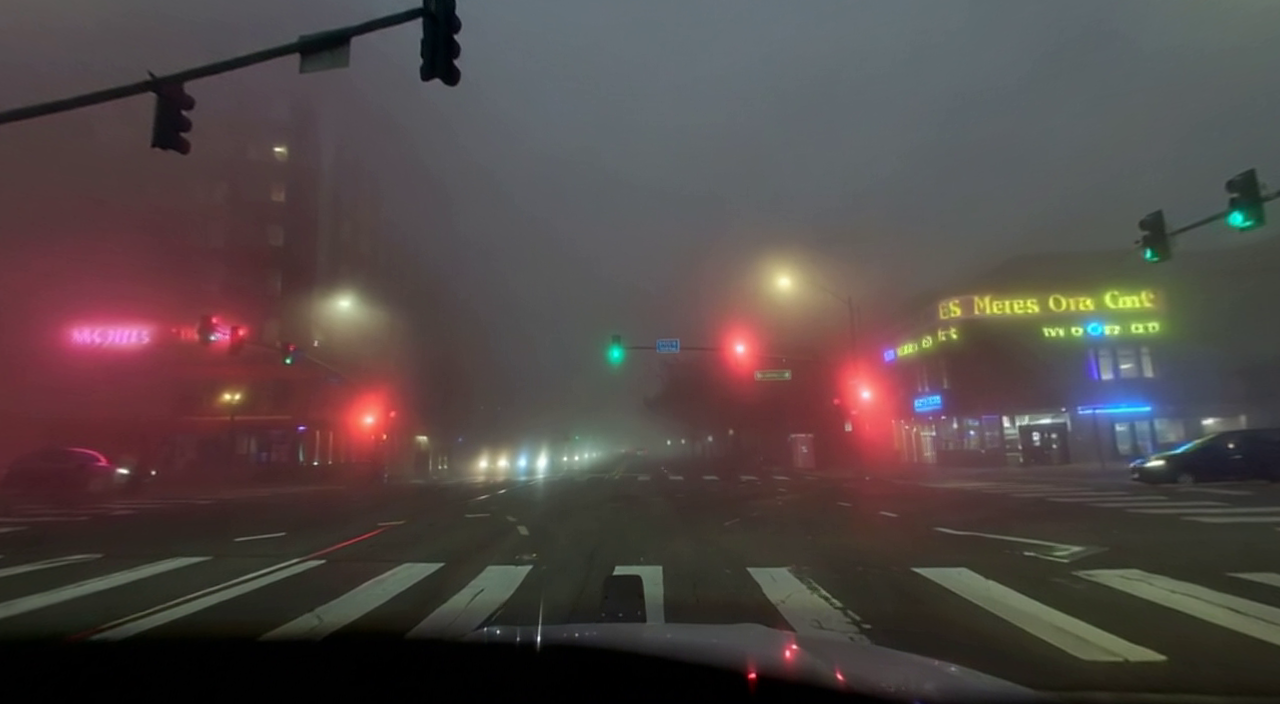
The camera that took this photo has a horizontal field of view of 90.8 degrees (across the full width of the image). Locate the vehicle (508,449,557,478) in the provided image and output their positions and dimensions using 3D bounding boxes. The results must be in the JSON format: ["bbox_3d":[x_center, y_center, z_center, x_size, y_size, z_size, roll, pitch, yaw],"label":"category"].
[{"bbox_3d":[-6.754,7.055,40.180,2.181,1.703,4.512,-1,-9,2],"label":"vehicle"}]

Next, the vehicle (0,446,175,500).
[{"bbox_3d":[-21.137,4.589,24.214,5.161,1.910,2.275,-2,-9,11],"label":"vehicle"}]

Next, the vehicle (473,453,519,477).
[{"bbox_3d":[-9.820,7.734,43.431,2.106,1.505,4.228,0,-9,0],"label":"vehicle"}]

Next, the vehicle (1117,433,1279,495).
[{"bbox_3d":[15.434,2.843,16.197,4.651,1.463,1.880,-2,-9,8],"label":"vehicle"}]
